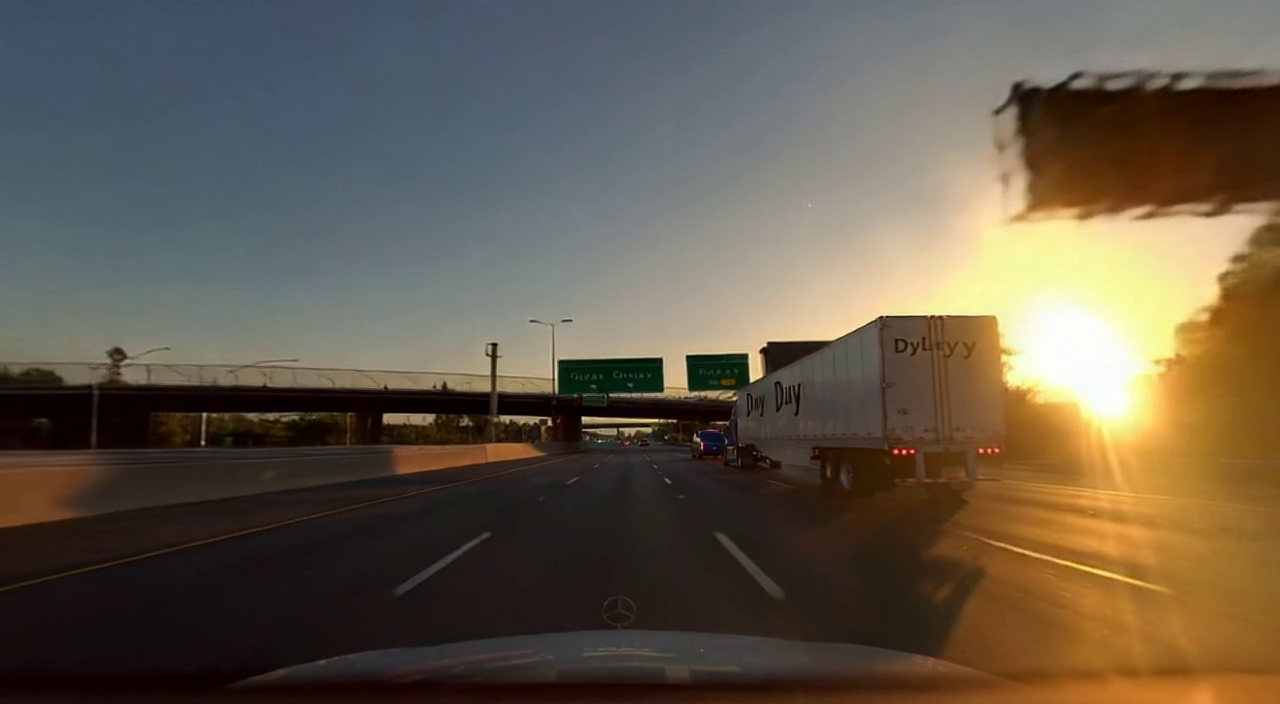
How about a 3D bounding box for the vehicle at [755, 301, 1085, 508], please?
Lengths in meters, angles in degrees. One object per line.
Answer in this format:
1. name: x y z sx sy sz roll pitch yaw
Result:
1. vehicle: 6.749 2.128 20.095 2.962 3.947 16.241 0 -8 -1
